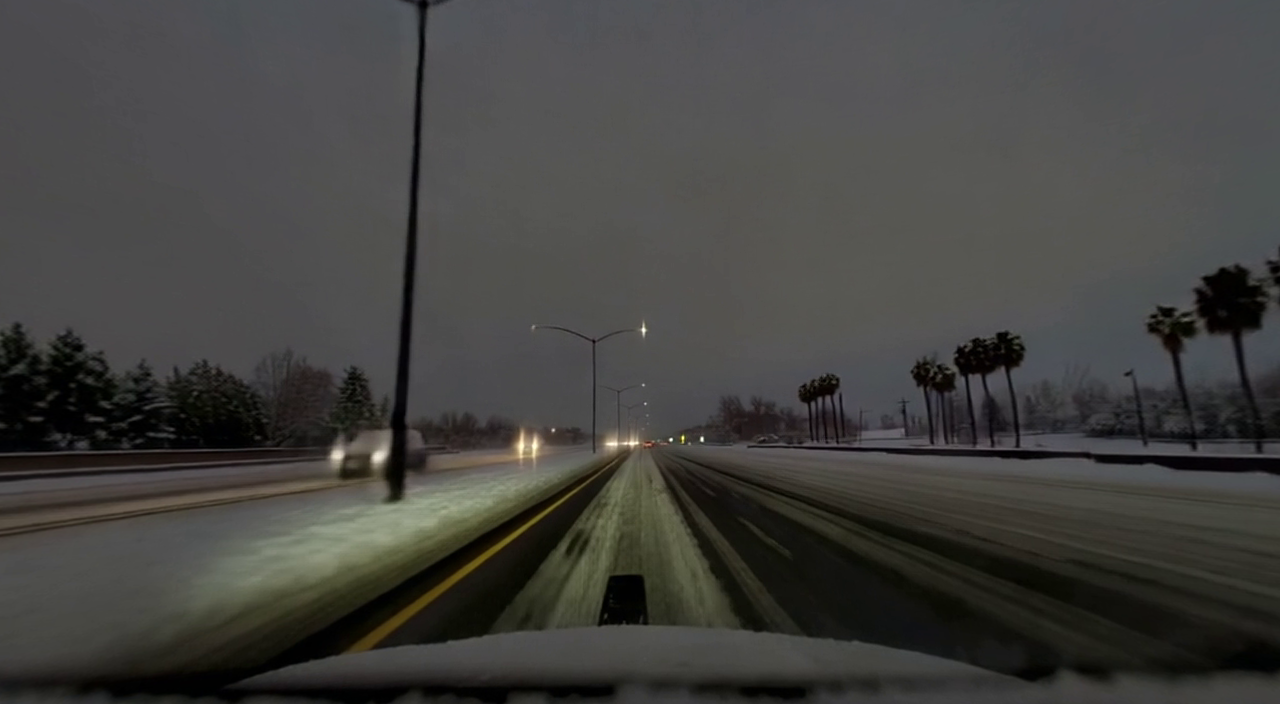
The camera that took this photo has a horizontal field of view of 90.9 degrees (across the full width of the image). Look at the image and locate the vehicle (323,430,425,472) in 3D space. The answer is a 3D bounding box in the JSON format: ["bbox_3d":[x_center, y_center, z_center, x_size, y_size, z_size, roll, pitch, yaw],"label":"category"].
[{"bbox_3d":[-13.451,5.094,32.533,2.479,1.928,6.337,0,-8,1],"label":"vehicle"}]
